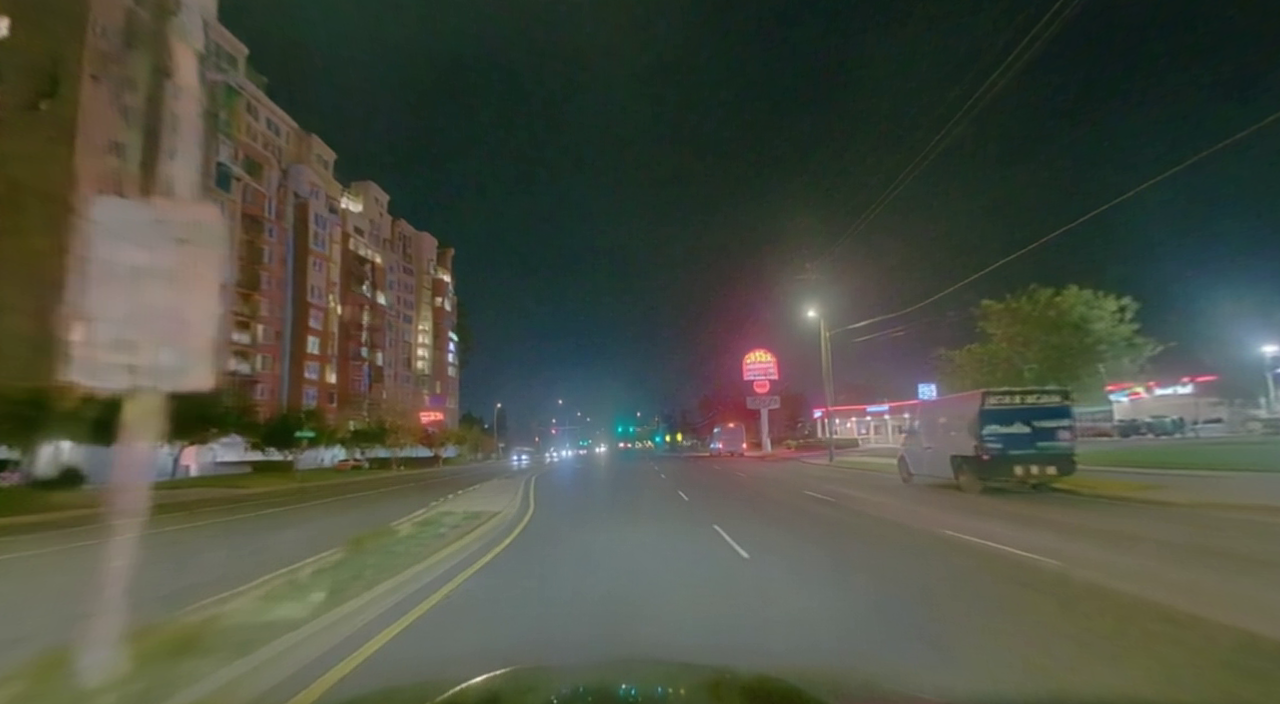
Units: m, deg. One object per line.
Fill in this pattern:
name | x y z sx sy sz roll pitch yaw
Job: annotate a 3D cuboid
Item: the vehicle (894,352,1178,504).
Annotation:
vehicle | 9.815 2.080 16.968 2.917 3.205 6.985 0 -8 -1
